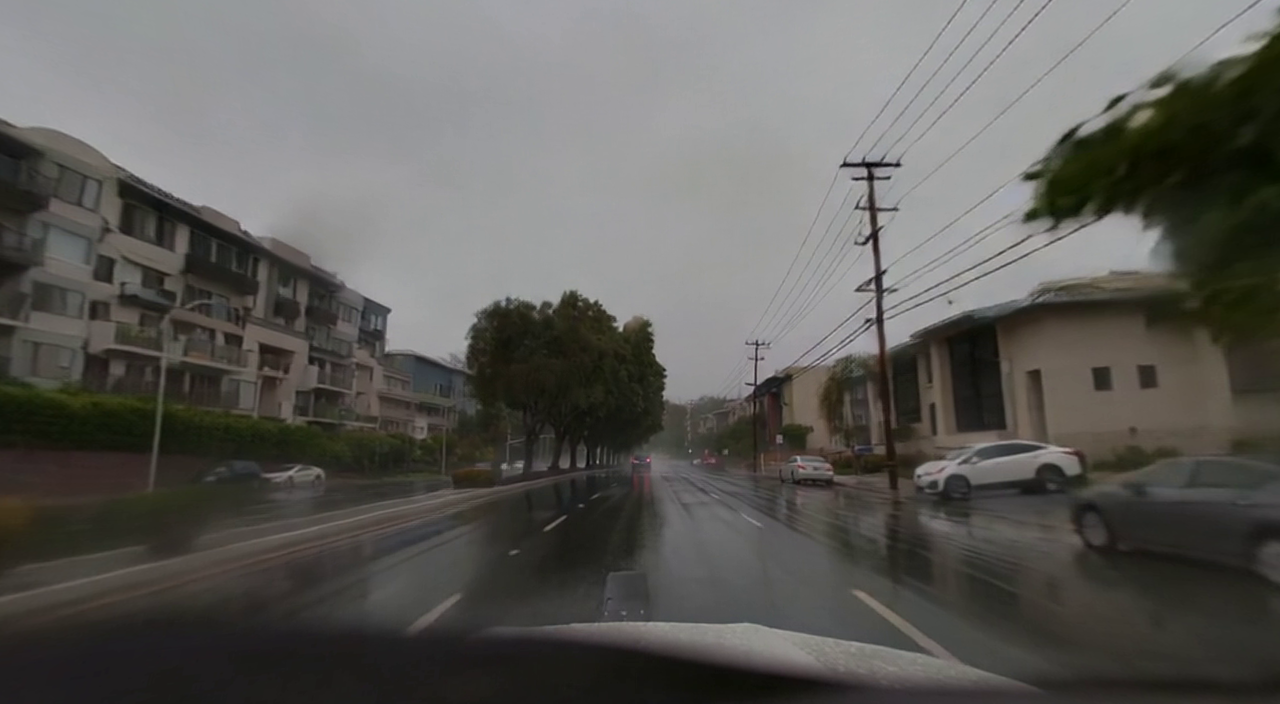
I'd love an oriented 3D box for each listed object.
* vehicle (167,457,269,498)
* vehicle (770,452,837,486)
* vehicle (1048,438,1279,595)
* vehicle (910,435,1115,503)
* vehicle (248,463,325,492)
[{"bbox_3d":[-21.686,6.438,32.688,1.895,1.798,4.703,-1,-8,2],"label":"vehicle"},{"bbox_3d":[7.805,5.595,30.489,1.986,1.467,4.412,0,-8,-1],"label":"vehicle"},{"bbox_3d":[7.143,1.760,7.324,1.927,1.494,4.362,0,-8,1],"label":"vehicle"},{"bbox_3d":[9.922,3.145,17.123,4.194,1.682,2.061,-1,-8,2],"label":"vehicle"},{"bbox_3d":[-21.606,7.657,38.800,1.906,1.487,4.773,-1,-8,1],"label":"vehicle"}]
